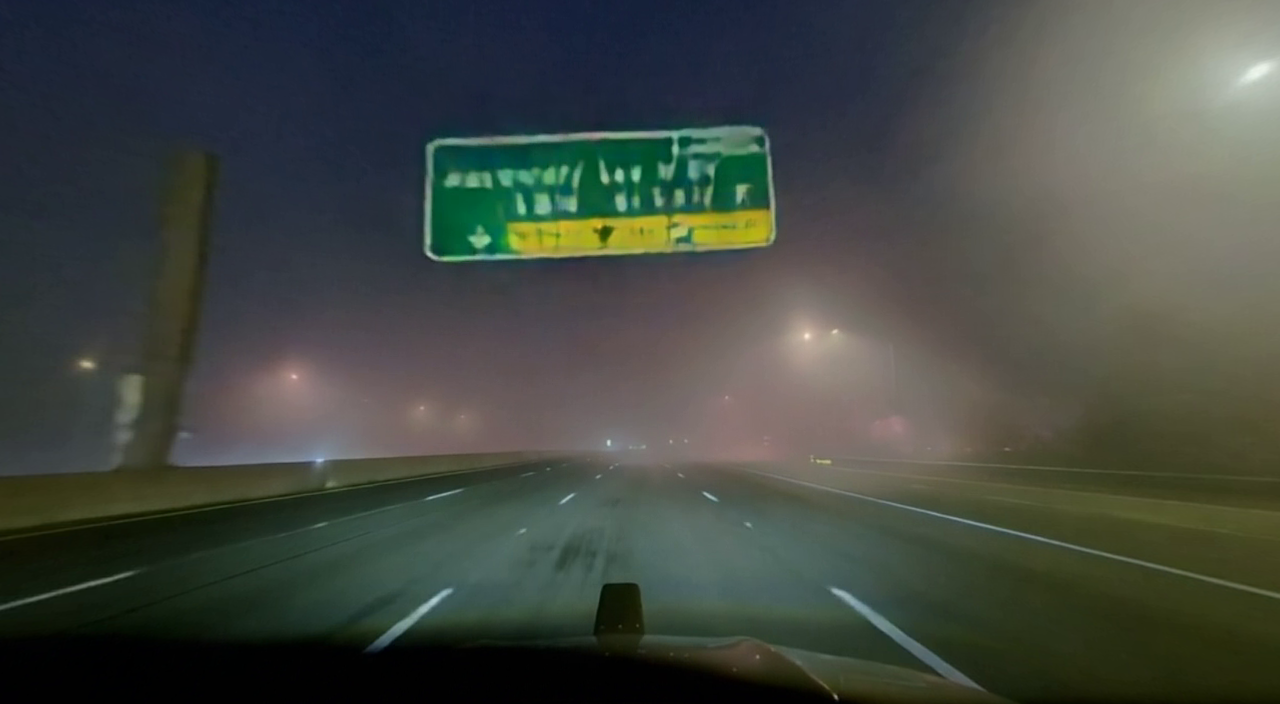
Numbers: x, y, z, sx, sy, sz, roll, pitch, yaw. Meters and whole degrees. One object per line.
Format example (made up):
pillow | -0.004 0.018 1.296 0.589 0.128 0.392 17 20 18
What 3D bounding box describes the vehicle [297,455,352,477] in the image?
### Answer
vehicle | -24.326 8.768 48.662 1.864 1.501 4.468 0 -9 1
